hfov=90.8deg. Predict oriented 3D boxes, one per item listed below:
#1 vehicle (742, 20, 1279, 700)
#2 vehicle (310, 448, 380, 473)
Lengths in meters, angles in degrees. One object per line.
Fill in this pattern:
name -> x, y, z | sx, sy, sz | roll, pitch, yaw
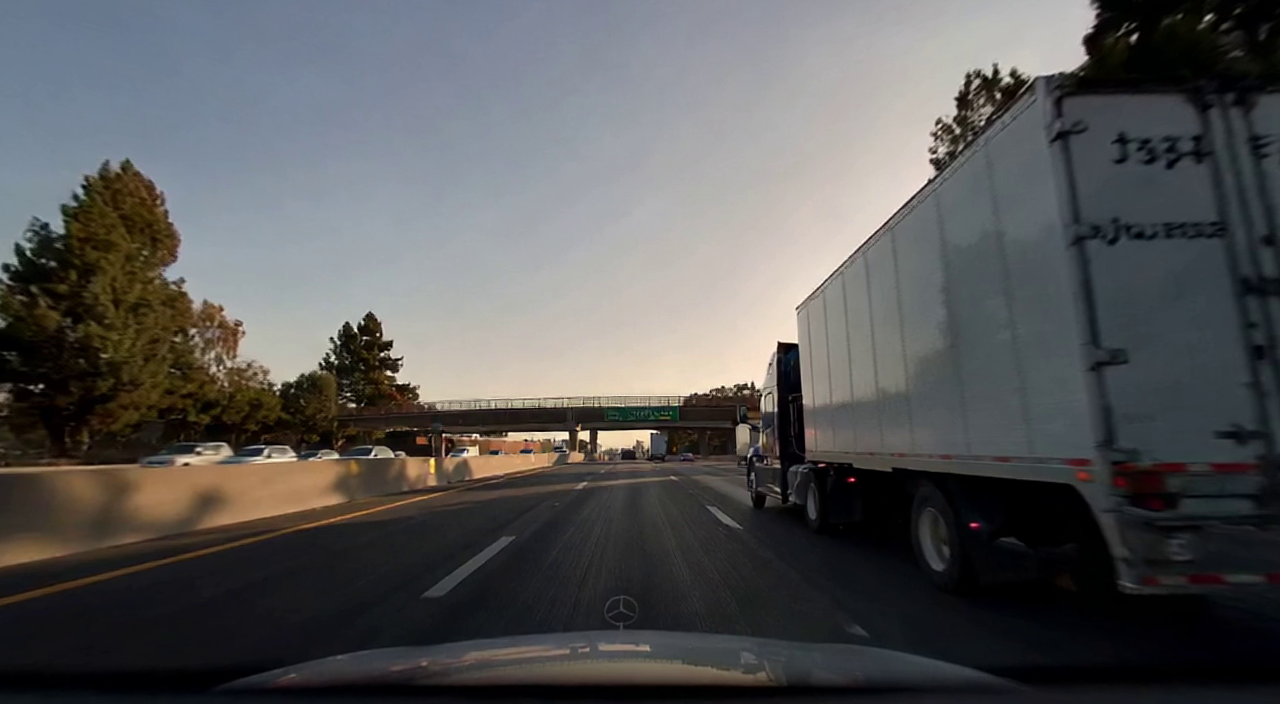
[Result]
vehicle -> 3.397, 0.436, 7.521 | 3.210, 4.239, 7.307 | 0, -9, 1
vehicle -> -17.553, 6.455, 37.791 | 2.164, 1.436, 4.171 | 0, -9, 0
